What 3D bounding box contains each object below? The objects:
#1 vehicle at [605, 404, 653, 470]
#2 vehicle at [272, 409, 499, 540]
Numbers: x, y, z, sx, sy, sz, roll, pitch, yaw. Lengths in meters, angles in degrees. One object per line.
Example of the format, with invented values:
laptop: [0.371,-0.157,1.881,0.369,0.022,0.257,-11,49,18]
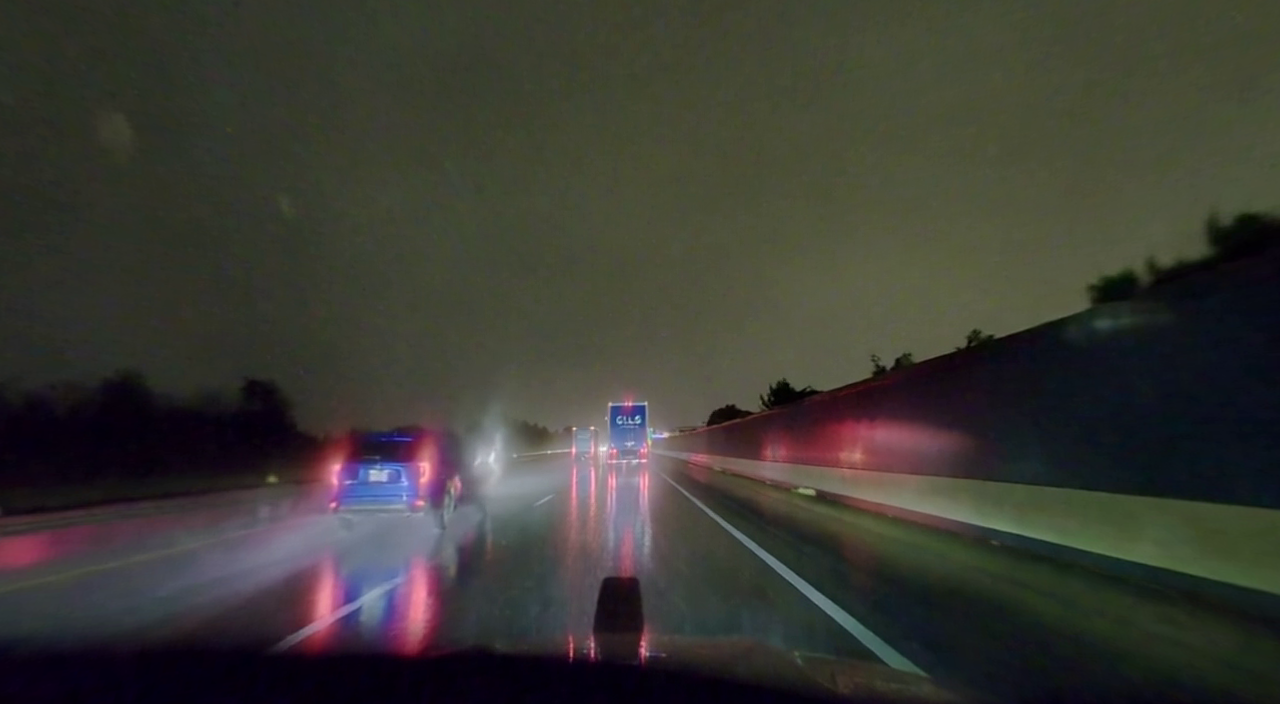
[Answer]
vehicle: [-0.725,5.915,43.296,2.923,4.007,9.760,0,-9,-1]
vehicle: [-4.386,2.229,12.023,2.226,1.935,5.130,0,-9,-1]
